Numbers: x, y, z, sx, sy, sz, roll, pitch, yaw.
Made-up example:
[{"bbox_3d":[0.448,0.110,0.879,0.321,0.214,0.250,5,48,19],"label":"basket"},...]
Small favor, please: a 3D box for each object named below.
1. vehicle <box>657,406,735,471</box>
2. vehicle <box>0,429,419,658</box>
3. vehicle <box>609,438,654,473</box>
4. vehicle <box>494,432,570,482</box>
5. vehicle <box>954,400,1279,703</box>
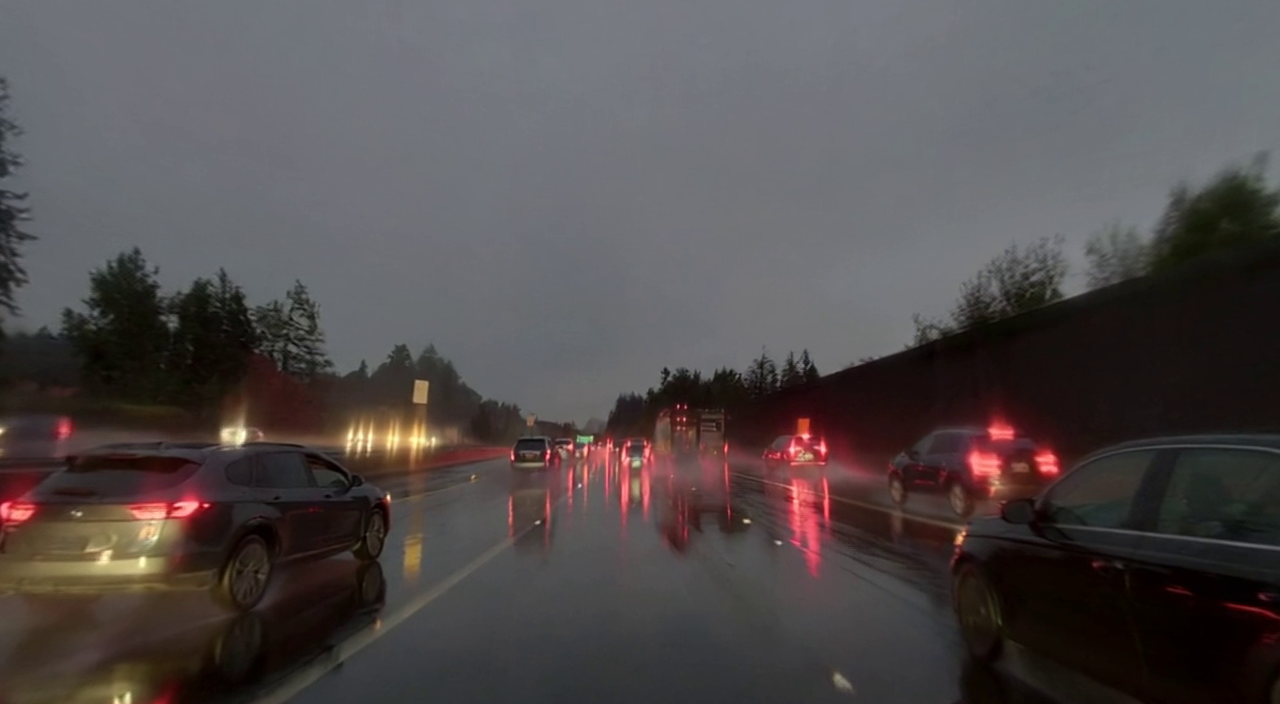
[{"bbox_3d":[3.037,5.354,38.518,3.426,3.279,12.313,0,-8,-1],"label":"vehicle"},{"bbox_3d":[-3.976,1.536,6.197,1.947,1.424,4.264,0,-9,2],"label":"vehicle"},{"bbox_3d":[-0.444,5.459,33.354,2.235,1.682,4.094,0,-8,-1],"label":"vehicle"},{"bbox_3d":[-4.245,4.237,25.673,2.176,1.783,4.799,0,-8,1],"label":"vehicle"},{"bbox_3d":[3.179,0.924,2.092,2.031,1.504,4.327,0,-8,0],"label":"vehicle"}]
